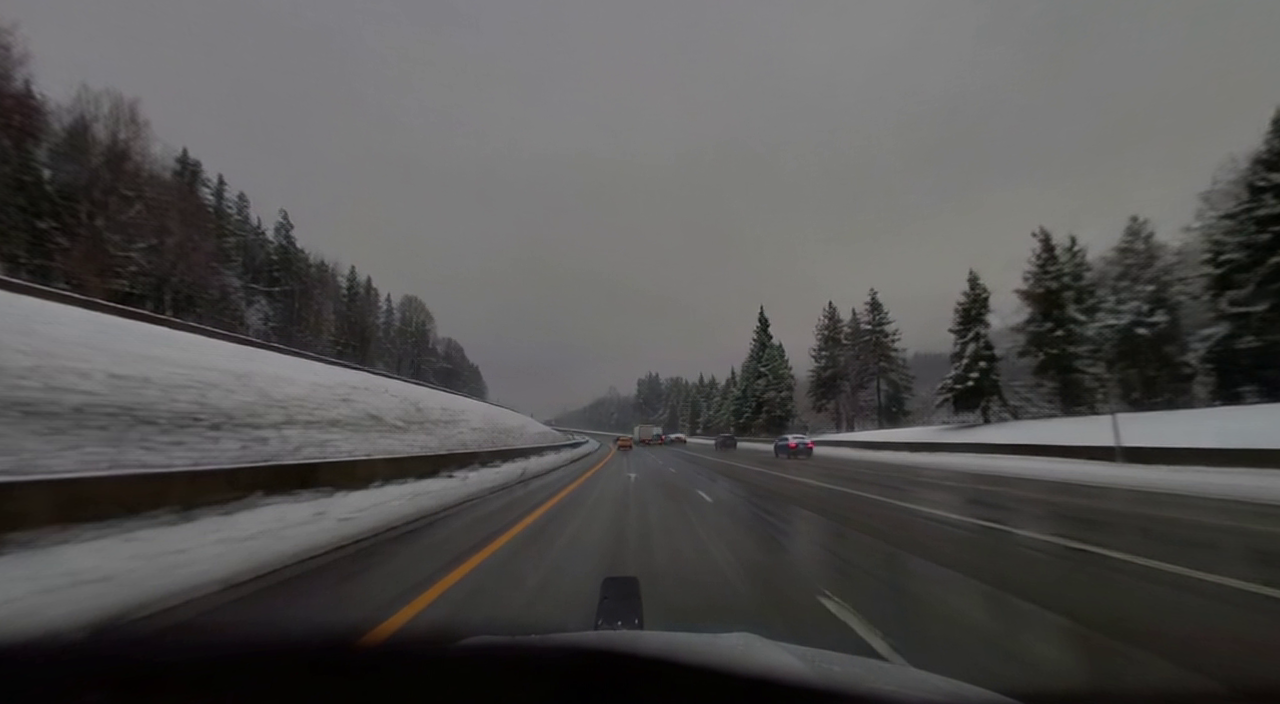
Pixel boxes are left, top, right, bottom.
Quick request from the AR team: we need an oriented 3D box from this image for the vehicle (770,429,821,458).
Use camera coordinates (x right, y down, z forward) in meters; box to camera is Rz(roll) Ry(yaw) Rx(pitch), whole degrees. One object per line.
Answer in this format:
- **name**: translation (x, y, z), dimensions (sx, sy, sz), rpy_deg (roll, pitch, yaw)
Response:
- **vehicle**: translation (10.133, 6.028, 41.437), dimensions (2.077, 1.763, 4.472), rpy_deg (0, -8, -2)
